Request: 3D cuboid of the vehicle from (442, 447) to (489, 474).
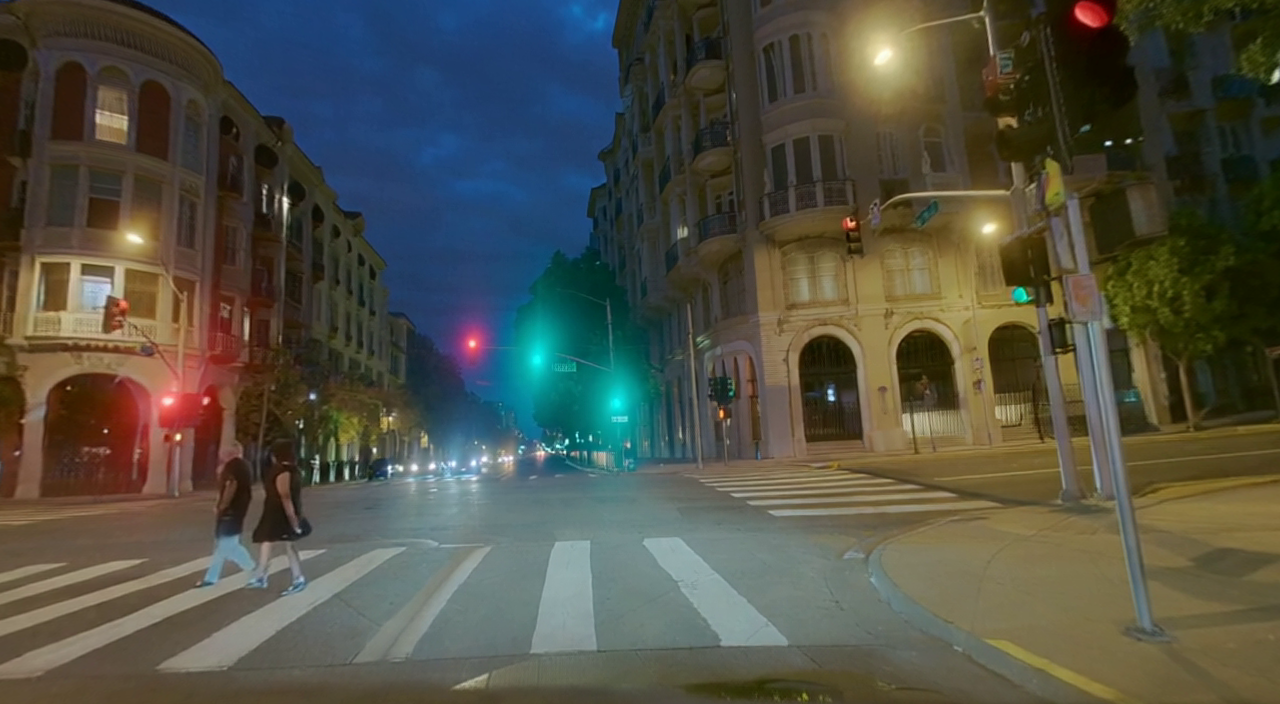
[{"bbox_3d":[-10.444,6.476,38.107,2.196,1.503,4.371,1,-9,-8],"label":"vehicle"}]
